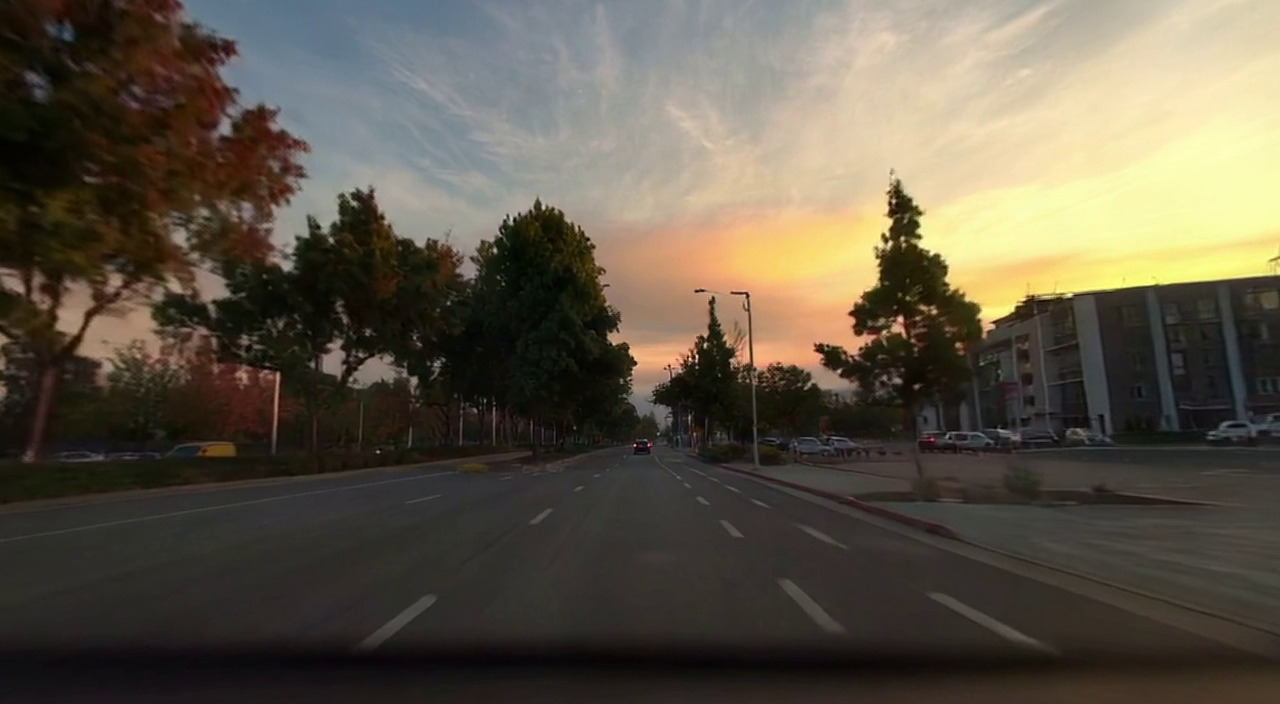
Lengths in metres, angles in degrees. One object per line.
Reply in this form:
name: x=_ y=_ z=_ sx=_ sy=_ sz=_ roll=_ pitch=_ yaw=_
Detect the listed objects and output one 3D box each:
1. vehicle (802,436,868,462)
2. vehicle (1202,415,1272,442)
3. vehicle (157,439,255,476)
vehicle: x=14.947 y=7.442 z=48.473 sx=4.388 sy=1.446 sz=1.808 roll=-6 pitch=-7 yaw=1
vehicle: x=42.610 y=5.483 z=45.002 sx=4.477 sy=1.834 sz=2.117 roll=4 pitch=-9 yaw=-28
vehicle: x=-32.099 y=7.785 z=46.993 sx=2.514 sy=2.485 sz=6.584 roll=0 pitch=-8 yaw=1
